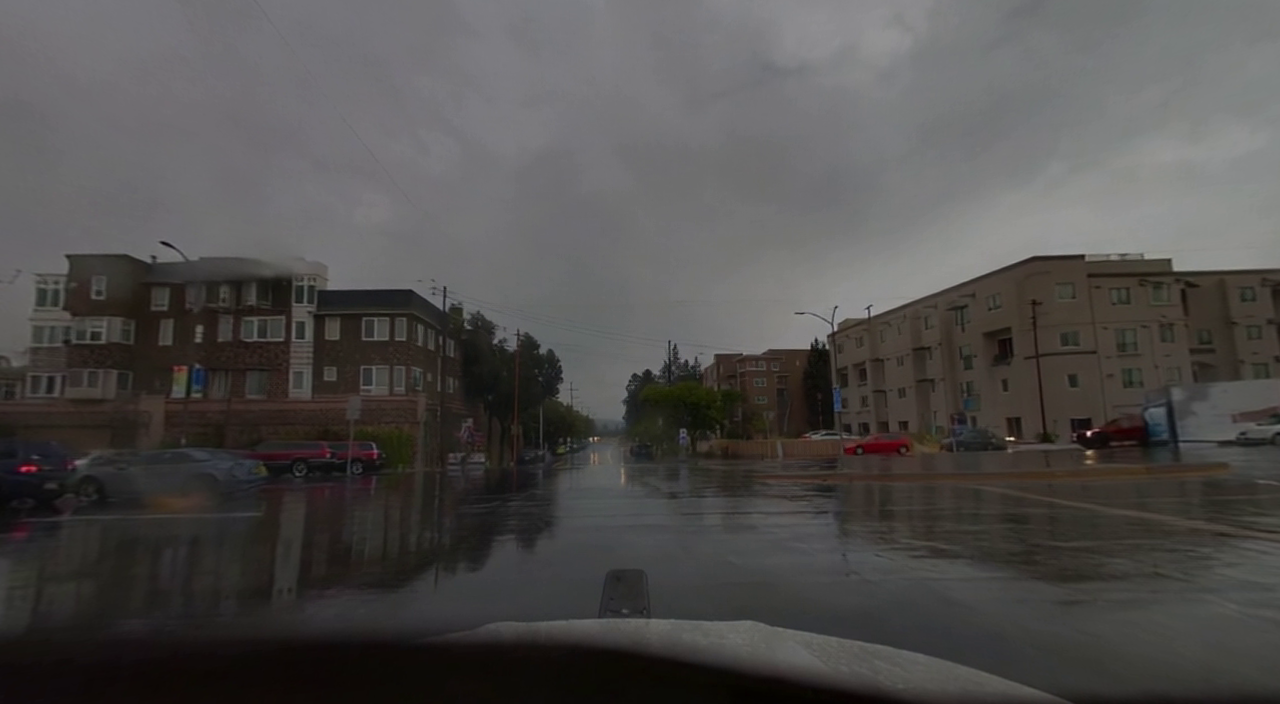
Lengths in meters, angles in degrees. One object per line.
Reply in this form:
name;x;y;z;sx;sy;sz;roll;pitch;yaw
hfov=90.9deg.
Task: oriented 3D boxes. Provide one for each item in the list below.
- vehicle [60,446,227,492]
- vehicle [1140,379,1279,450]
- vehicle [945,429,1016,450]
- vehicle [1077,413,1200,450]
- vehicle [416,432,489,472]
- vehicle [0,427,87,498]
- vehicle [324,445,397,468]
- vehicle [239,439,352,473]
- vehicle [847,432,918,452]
vehicle;-16.469;3.858;21.041;4.233;1.432;1.755;-1;-8;6
vehicle;33.317;3.413;33.823;10.986;3.604;2.707;0;-9;-6
vehicle;25.739;6.621;47.728;4.323;1.507;1.896;0;-8;-4
vehicle;29.087;4.651;36.922;5.277;2.032;2.408;1;-7;-3
vehicle;-8.487;4.584;29.008;2.156;1.620;4.945;2;-9;-4
vehicle;-21.609;3.726;21.450;3.506;2.261;2.158;-1;-8;5
vehicle;-19.970;7.481;45.227;4.277;1.527;1.987;0;-8;-3
vehicle;-17.549;5.268;32.302;2.010;1.583;4.582;-6;-10;34
vehicle;18.187;6.761;47.305;4.528;1.458;1.939;1;-7;-4
